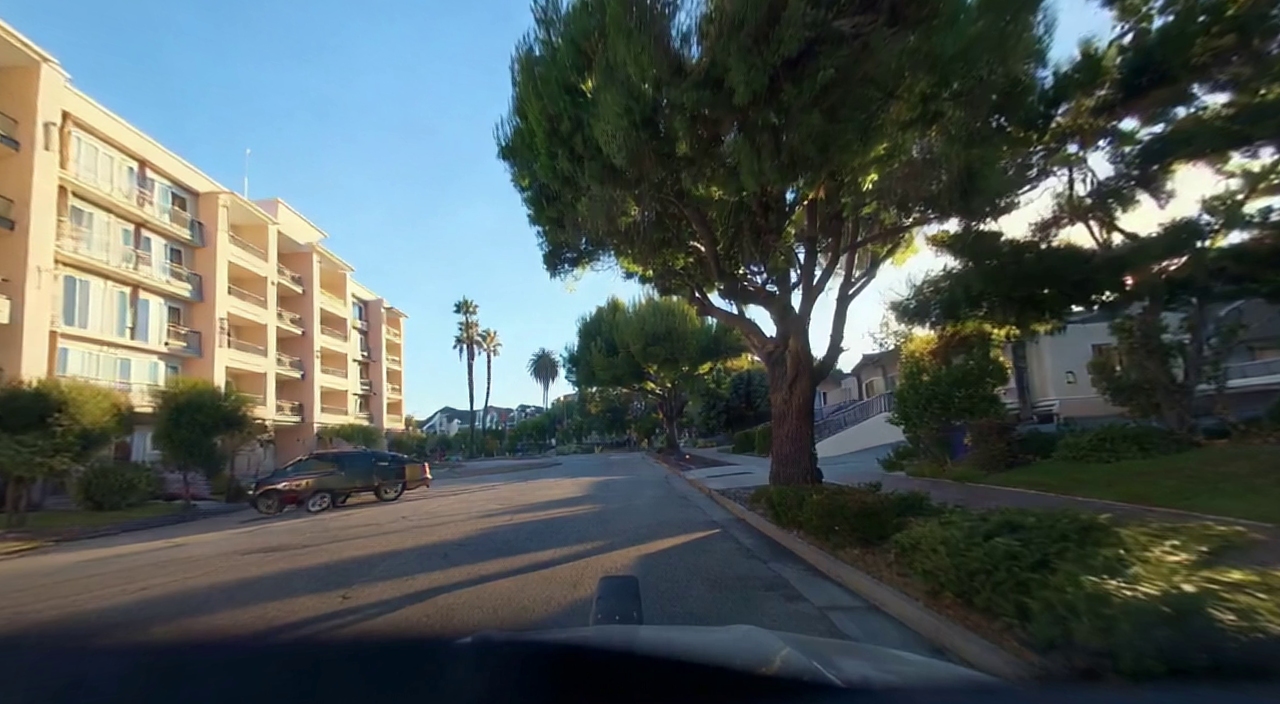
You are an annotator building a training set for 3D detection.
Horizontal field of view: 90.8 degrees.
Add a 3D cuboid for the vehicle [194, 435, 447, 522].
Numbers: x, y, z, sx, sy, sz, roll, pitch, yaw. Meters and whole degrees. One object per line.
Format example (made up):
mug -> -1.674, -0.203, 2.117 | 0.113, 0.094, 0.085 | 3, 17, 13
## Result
vehicle -> -7.143, 2.836, 14.571 | 4.803, 1.520, 1.894 | -3, -7, -5
